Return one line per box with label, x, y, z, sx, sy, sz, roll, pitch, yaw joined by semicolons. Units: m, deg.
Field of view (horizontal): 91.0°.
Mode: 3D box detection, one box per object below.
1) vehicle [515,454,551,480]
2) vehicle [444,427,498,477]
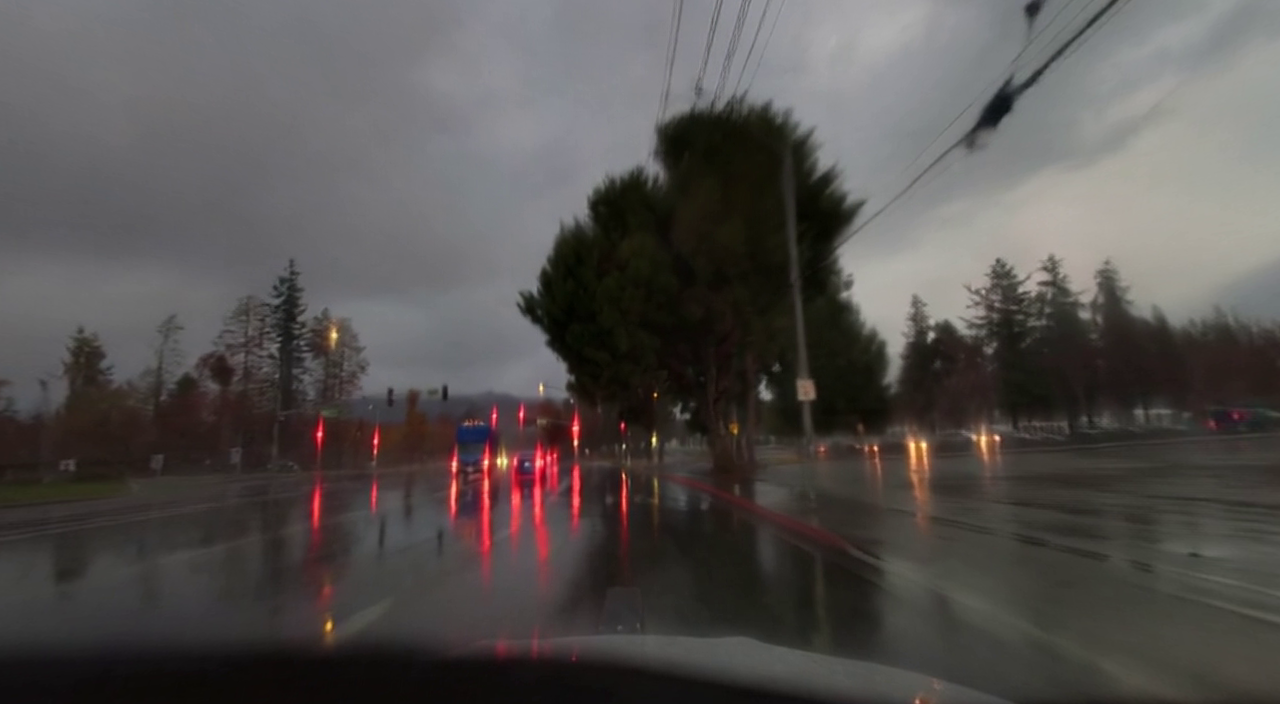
vehicle;-6.553;7.057;38.930;2.019;1.485;4.565;2;-9;-8
vehicle;-10.698;6.399;40.376;2.461;2.889;6.776;2;-9;-8
